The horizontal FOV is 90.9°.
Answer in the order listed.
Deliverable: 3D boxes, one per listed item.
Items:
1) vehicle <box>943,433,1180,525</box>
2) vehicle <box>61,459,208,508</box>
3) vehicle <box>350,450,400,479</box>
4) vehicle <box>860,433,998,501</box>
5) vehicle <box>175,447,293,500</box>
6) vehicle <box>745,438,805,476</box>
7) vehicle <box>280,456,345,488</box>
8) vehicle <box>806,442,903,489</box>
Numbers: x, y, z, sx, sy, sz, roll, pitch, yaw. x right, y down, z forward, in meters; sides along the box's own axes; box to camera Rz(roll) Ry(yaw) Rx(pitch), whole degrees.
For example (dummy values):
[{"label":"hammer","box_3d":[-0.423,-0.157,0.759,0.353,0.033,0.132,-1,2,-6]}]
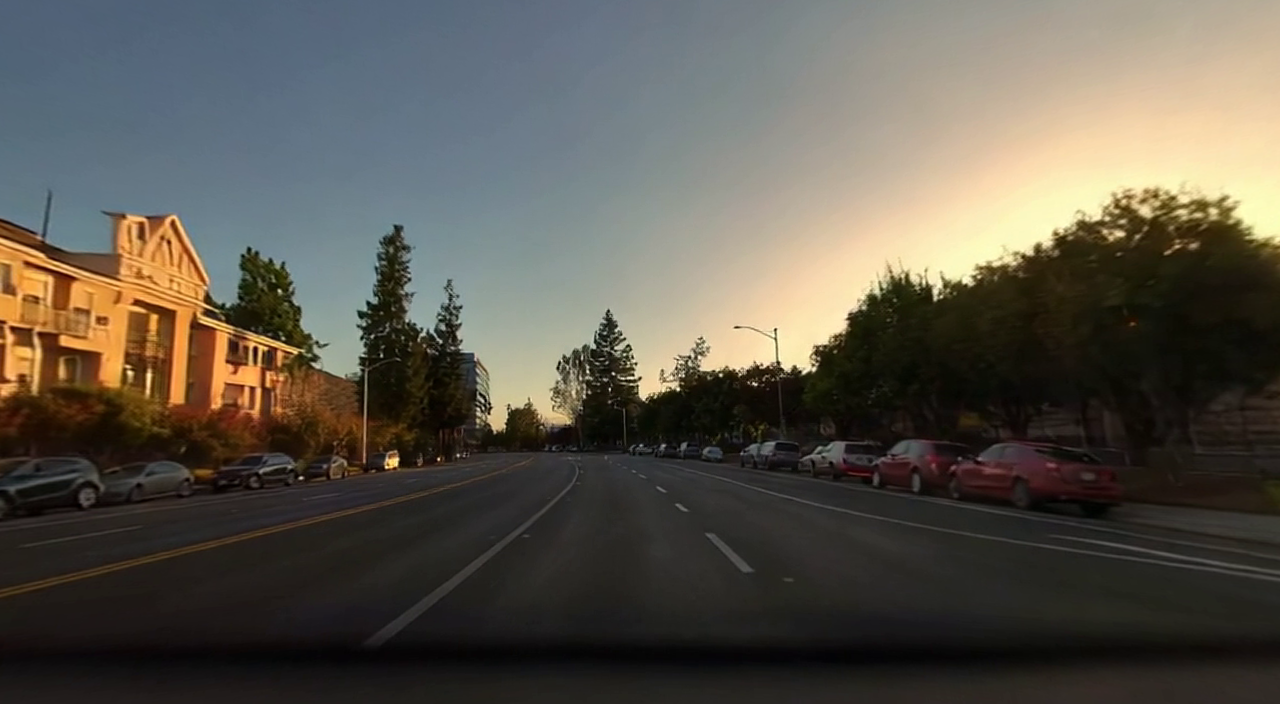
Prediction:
[{"label":"vehicle","box_3d":[9.384,2.856,14.735,2.039,1.752,4.876,1,-9,-2]},{"label":"vehicle","box_3d":[-18.106,4.693,22.896,1.782,1.462,4.438,-1,-8,-2]},{"label":"vehicle","box_3d":[-19.793,8.392,47.334,2.000,1.751,5.001,-1,-6,-5]},{"label":"vehicle","box_3d":[9.203,3.707,20.638,1.991,1.905,4.733,1,-9,-4]},{"label":"vehicle","box_3d":[-18.496,5.488,29.156,2.111,1.908,5.586,-1,-6,-4]},{"label":"vehicle","box_3d":[8.042,6.323,38.060,1.970,2.104,5.290,1,-9,-6]},{"label":"vehicle","box_3d":[-19.026,6.940,36.827,1.778,1.433,4.305,-1,-6,-4]},{"label":"vehicle","box_3d":[8.782,4.718,26.390,1.904,1.741,5.106,1,-9,-5]}]
